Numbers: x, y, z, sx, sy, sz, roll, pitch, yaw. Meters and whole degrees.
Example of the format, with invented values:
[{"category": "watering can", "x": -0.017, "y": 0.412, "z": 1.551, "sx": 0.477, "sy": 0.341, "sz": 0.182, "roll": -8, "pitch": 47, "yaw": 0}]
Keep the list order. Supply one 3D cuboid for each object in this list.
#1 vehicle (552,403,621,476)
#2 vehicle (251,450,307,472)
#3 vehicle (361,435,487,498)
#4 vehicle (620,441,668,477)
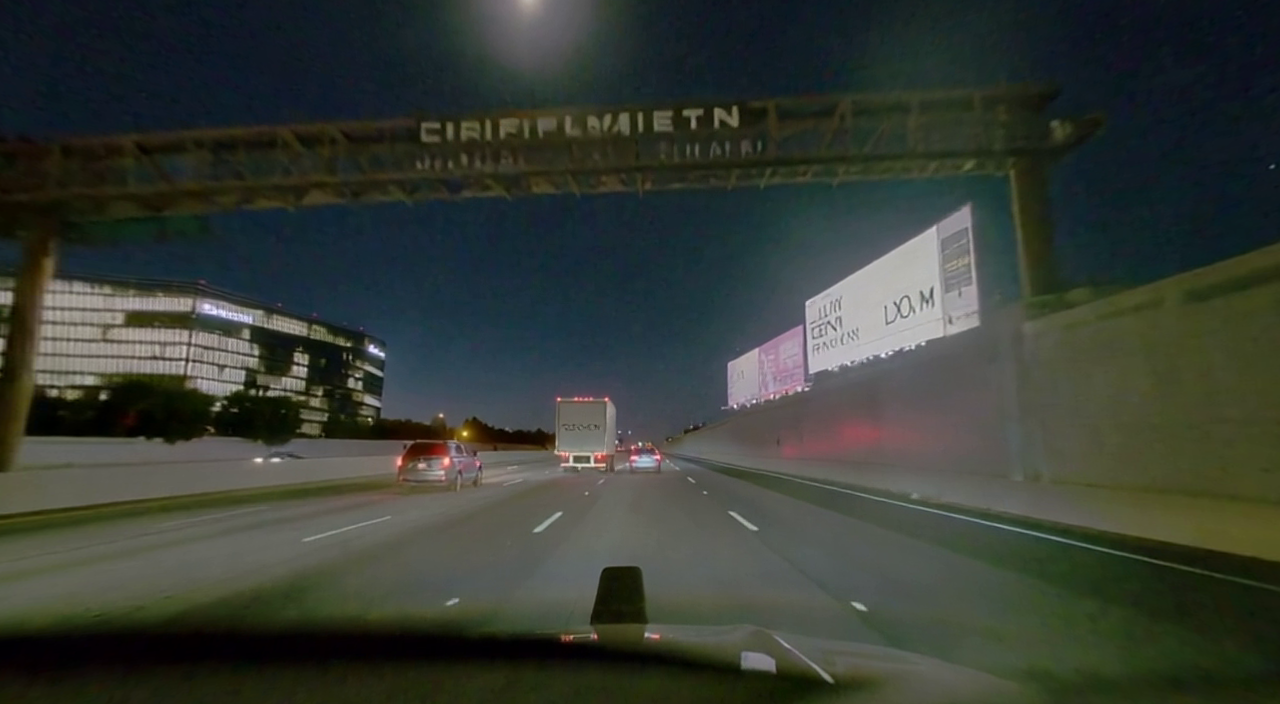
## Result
[{"category": "vehicle", "x": -2.710, "y": 4.882, "z": 34.840, "sx": 2.794, "sy": 3.460, "sz": 8.595, "roll": -1, "pitch": -9, "yaw": 2}, {"category": "vehicle", "x": -26.596, "y": 8.000, "z": 46.585, "sx": 1.756, "sy": 1.501, "sz": 4.035, "roll": 0, "pitch": -9, "yaw": 1}, {"category": "vehicle", "x": -6.350, "y": 3.412, "z": 19.200, "sx": 2.124, "sy": 1.674, "sz": 4.541, "roll": 0, "pitch": -9, "yaw": 1}, {"category": "vehicle", "x": 0.214, "y": 5.067, "z": 30.020, "sx": 2.168, "sy": 1.597, "sz": 3.615, "roll": 0, "pitch": -9, "yaw": 1}]
